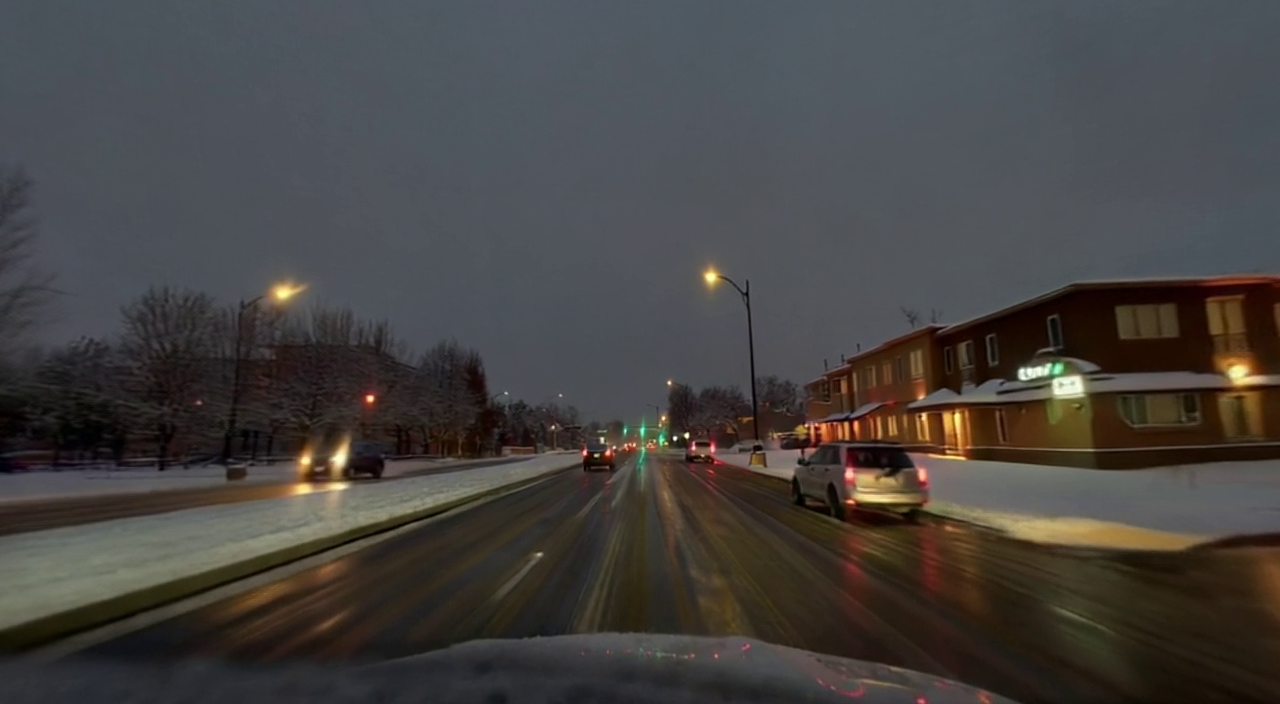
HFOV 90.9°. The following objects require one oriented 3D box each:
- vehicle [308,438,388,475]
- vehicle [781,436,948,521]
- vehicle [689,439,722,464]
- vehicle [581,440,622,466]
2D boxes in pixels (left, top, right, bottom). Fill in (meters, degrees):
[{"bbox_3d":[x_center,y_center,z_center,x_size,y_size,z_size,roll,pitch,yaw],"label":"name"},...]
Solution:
[{"bbox_3d":[-14.512,5.204,31.617,1.973,1.742,4.024,0,-8,1],"label":"vehicle"},{"bbox_3d":[4.570,2.622,13.678,2.025,1.500,4.465,0,-8,1],"label":"vehicle"},{"bbox_3d":[4.861,7.438,47.340,2.067,1.755,4.616,0,-8,1],"label":"vehicle"},{"bbox_3d":[-2.381,6.372,40.006,2.176,1.543,4.335,0,-8,1],"label":"vehicle"}]
